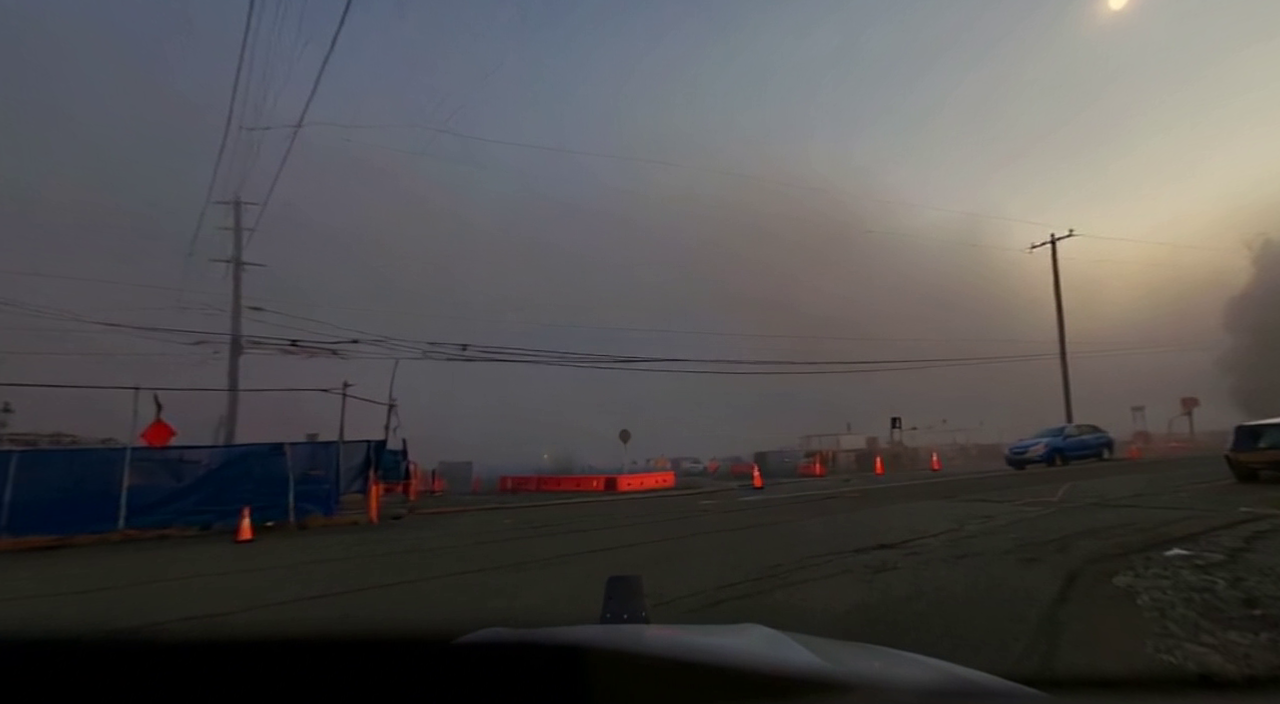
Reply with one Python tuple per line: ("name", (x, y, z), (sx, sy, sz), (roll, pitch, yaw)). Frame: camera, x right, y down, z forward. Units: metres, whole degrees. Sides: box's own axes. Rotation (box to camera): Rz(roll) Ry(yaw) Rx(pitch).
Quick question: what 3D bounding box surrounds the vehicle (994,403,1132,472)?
("vehicle", (22.190, 4.525, 32.888), (8.300, 3.218, 2.790), (6, -12, -34))
